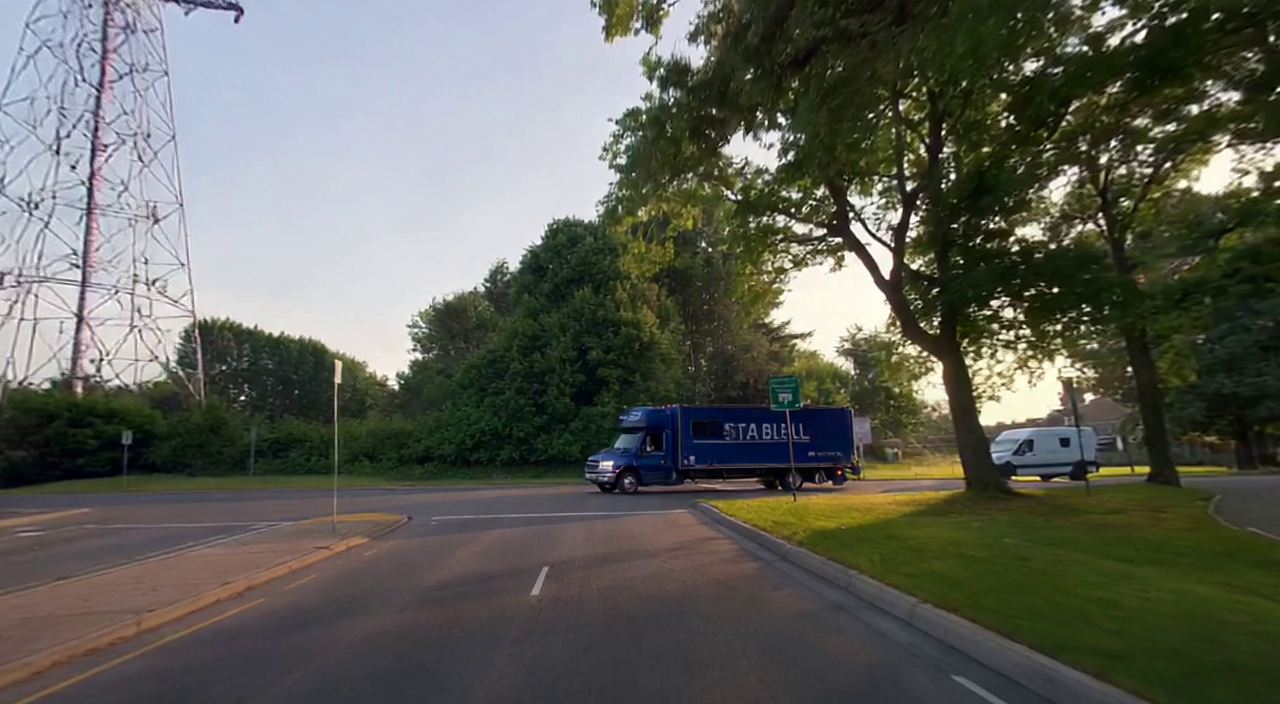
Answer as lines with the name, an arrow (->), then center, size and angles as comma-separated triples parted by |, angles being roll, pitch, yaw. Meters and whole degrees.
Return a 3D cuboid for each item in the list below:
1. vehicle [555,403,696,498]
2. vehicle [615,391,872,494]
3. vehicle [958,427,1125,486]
vehicle -> -0.601, 3.630, 23.378 | 4.552, 3.175, 2.847 | 3, -9, -18
vehicle -> 4.099, 3.586, 25.011 | 9.765, 3.622, 2.740 | 3, -9, -18
vehicle -> 17.479, 4.555, 27.595 | 5.923, 2.424, 2.247 | 1, -9, -8
